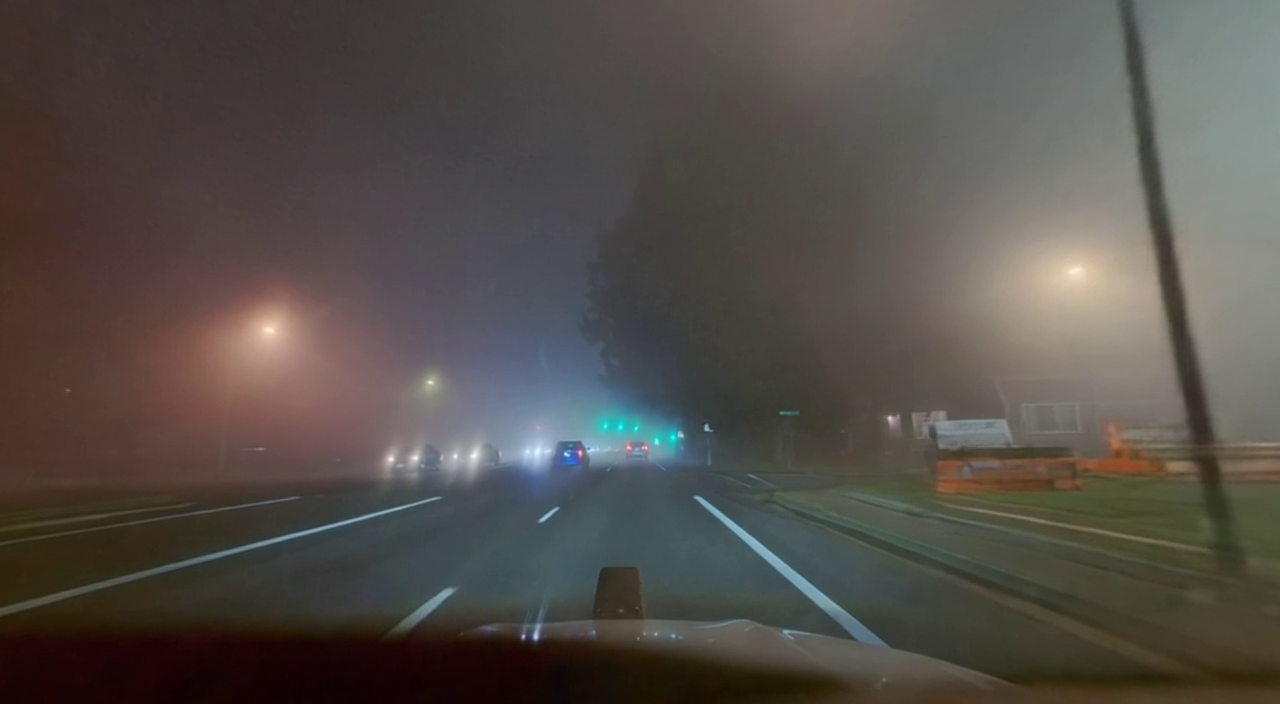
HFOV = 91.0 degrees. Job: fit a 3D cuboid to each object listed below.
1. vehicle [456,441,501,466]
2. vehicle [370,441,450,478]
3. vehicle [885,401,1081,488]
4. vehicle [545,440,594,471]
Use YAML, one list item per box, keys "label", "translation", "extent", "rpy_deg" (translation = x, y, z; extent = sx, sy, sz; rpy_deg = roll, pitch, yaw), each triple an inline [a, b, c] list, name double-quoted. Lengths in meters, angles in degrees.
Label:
- label: "vehicle"
  translation: [-11.300, 7.124, 44.350]
  extent: [2.014, 1.674, 4.337]
  rpy_deg: [0, -9, -1]
- label: "vehicle"
  translation: [-10.650, 4.994, 29.535]
  extent: [2.009, 1.541, 4.753]
  rpy_deg: [0, -9, -1]
- label: "vehicle"
  translation: [9.087, 2.574, 17.558]
  extent: [2.352, 1.991, 5.862]
  rpy_deg: [0, -8, 2]
- label: "vehicle"
  translation: [-3.994, 5.972, 36.445]
  extent: [2.198, 1.663, 4.519]
  rpy_deg: [0, -9, 2]
